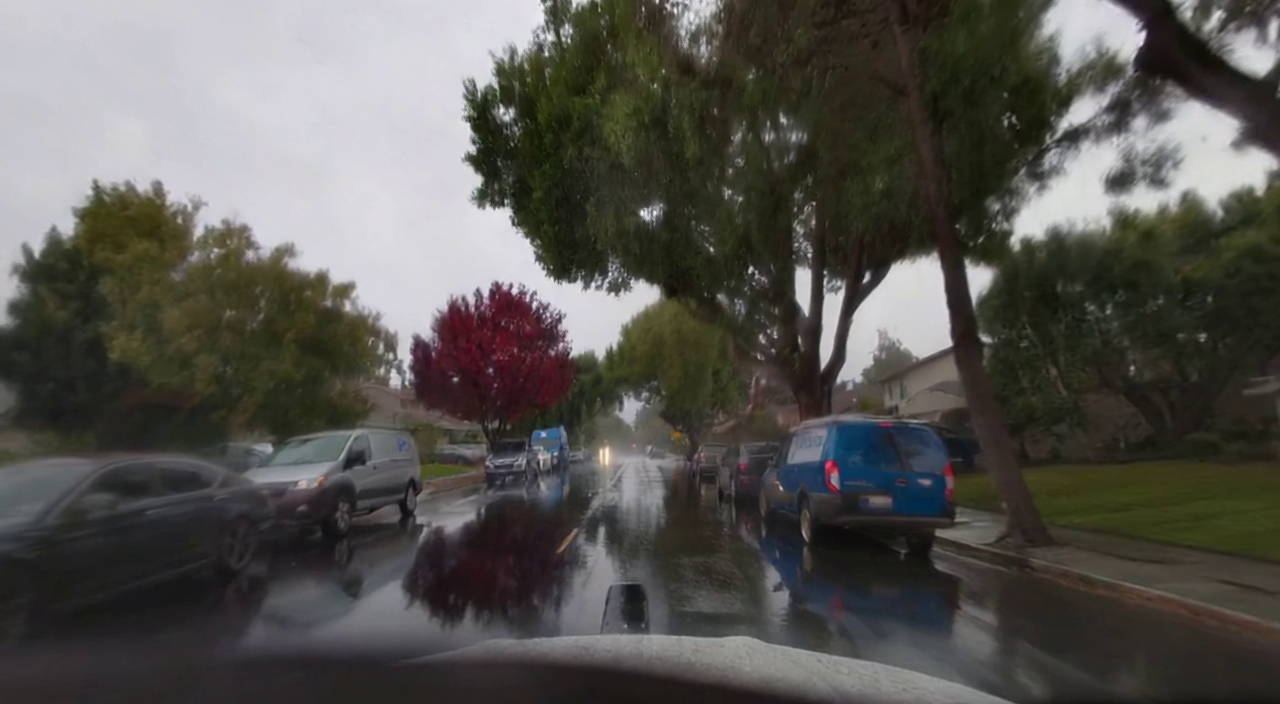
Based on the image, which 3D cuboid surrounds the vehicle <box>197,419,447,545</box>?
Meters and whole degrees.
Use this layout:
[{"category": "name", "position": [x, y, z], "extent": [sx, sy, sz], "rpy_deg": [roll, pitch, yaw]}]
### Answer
[{"category": "vehicle", "position": [-5.377, 2.242, 11.623], "extent": [2.163, 1.818, 4.697], "rpy_deg": [0, -8, 0]}]

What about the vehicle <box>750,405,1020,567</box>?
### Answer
[{"category": "vehicle", "position": [3.240, 1.891, 9.759], "extent": [2.059, 1.824, 5.045], "rpy_deg": [0, -8, -1]}]

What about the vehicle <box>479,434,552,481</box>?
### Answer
[{"category": "vehicle", "position": [-5.247, 4.497, 27.223], "extent": [2.090, 1.855, 4.494], "rpy_deg": [0, -8, 2]}]

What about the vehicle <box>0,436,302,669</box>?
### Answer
[{"category": "vehicle", "position": [-5.411, 1.566, 5.692], "extent": [2.134, 1.569, 4.628], "rpy_deg": [0, -8, 0]}]
